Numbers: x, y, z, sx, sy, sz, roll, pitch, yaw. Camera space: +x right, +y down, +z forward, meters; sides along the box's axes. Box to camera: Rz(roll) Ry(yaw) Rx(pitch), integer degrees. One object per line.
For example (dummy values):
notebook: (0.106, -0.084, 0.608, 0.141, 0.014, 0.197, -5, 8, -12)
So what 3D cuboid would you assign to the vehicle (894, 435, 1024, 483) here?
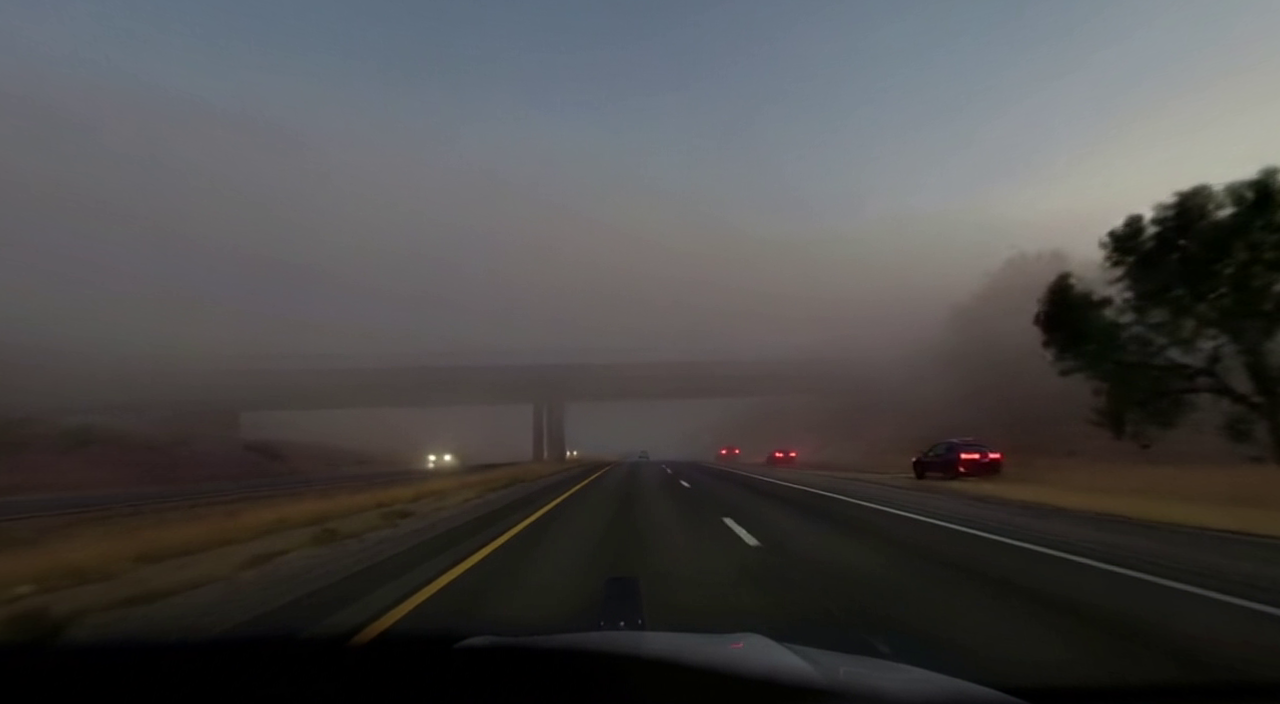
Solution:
vehicle: (15.586, 5.240, 31.137, 2.533, 2.111, 5.525, 2, -9, -16)
